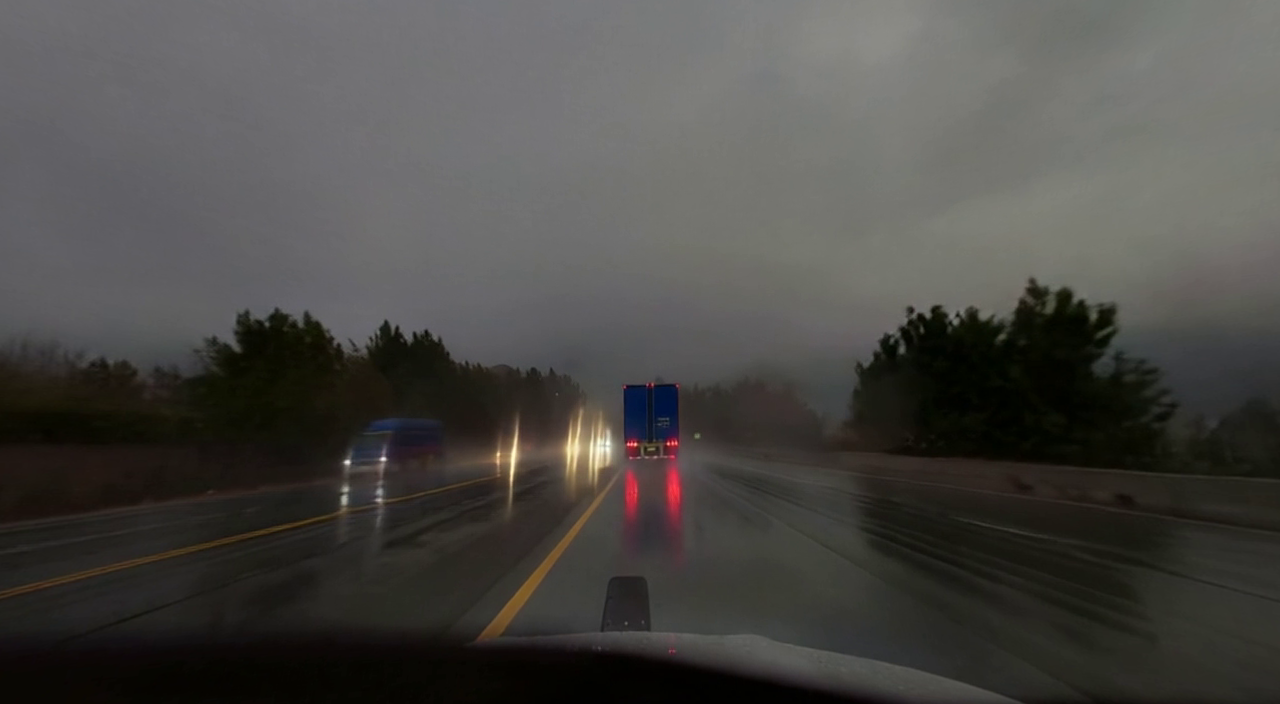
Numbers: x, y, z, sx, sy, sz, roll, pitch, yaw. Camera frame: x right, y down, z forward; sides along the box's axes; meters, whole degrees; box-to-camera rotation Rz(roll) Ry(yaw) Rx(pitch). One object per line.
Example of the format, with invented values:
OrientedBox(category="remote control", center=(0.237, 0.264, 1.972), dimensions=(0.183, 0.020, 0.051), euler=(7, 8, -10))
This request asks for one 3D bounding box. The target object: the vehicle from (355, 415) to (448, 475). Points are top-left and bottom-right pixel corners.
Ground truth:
OrientedBox(category="vehicle", center=(-14.853, 5.874, 39.917), dimensions=(2.777, 3.361, 7.671), euler=(0, -8, 1))

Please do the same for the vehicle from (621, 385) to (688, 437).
OrientedBox(category="vehicle", center=(0.539, 2.533, 26.059), dimensions=(2.509, 1.890, 4.732), euler=(0, -8, 0))
